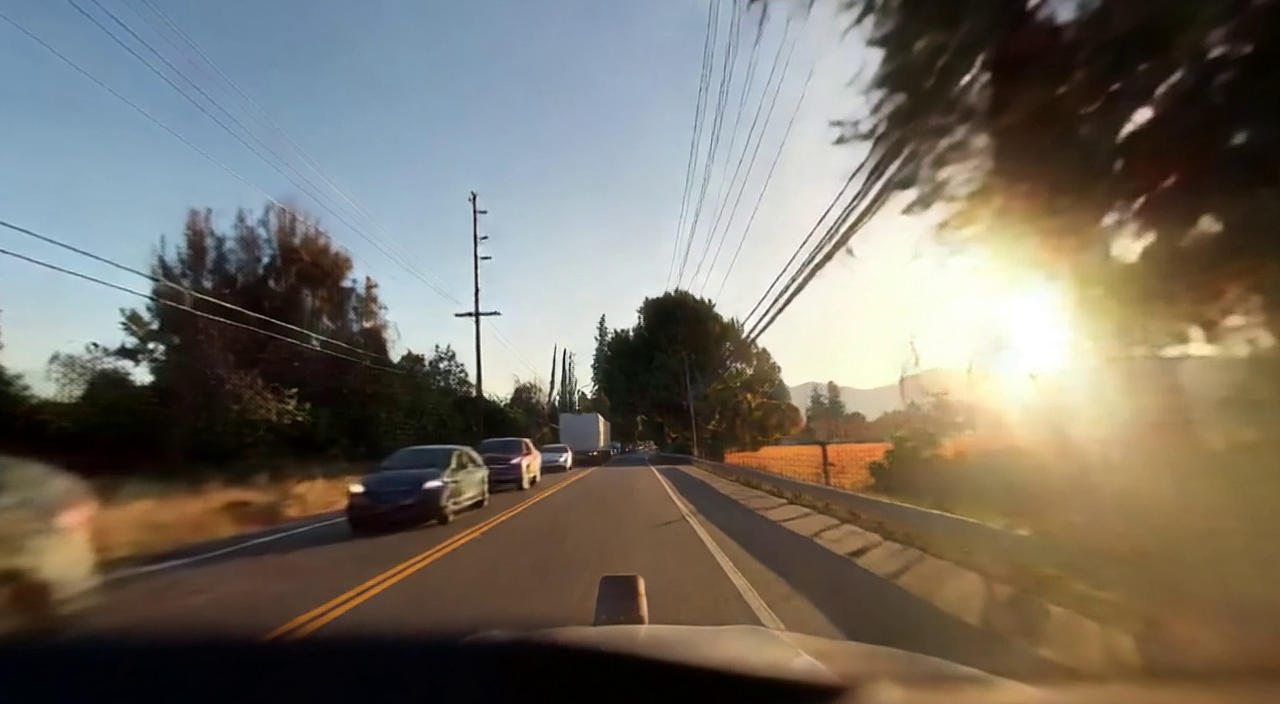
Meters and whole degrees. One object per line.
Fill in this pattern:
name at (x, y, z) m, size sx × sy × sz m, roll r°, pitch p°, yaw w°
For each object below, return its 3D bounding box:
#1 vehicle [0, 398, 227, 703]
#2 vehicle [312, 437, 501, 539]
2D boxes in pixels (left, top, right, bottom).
vehicle at (-4.445, 1.019, 2.568) m, size 2.284 × 1.634 × 4.756 m, roll -3°, pitch -8°, yaw 1°
vehicle at (-4.573, 2.677, 13.291) m, size 2.269 × 1.630 × 4.636 m, roll -3°, pitch -8°, yaw -1°
